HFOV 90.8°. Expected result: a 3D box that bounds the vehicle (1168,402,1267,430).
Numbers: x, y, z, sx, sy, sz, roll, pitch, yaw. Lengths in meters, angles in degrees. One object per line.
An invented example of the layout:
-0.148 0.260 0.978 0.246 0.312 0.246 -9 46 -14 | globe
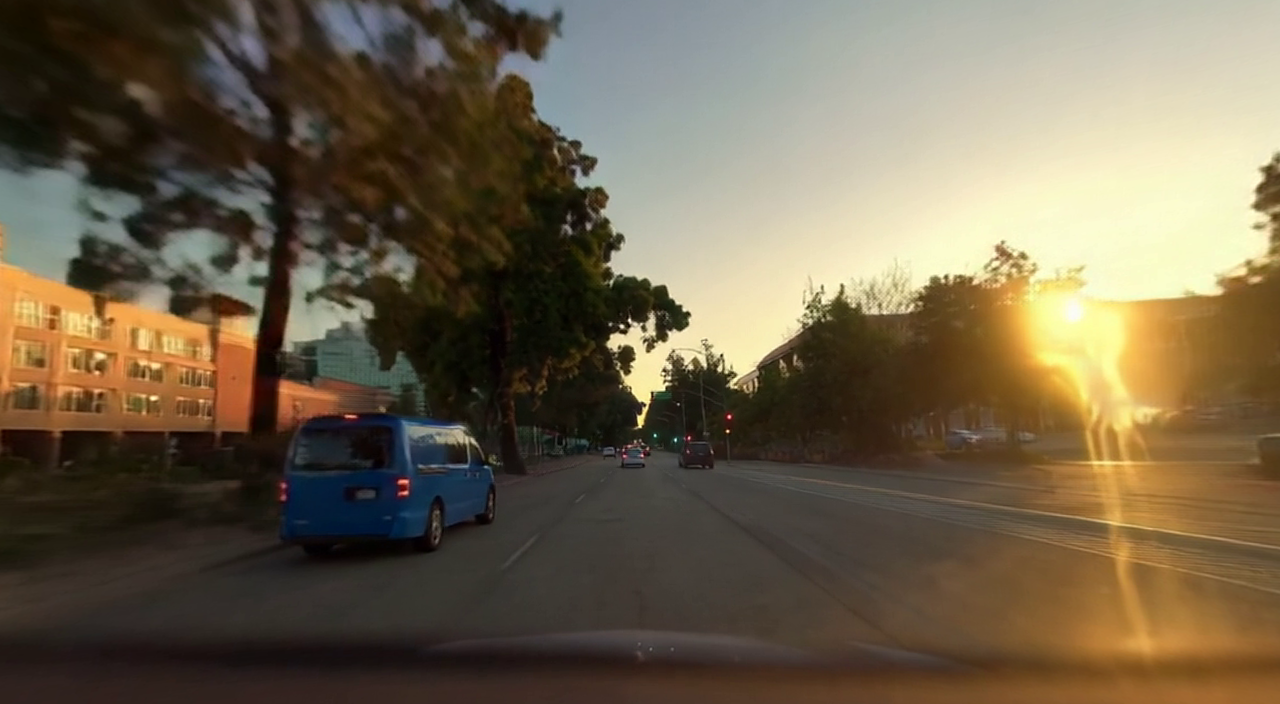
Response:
44.058 4.961 48.426 2.456 1.814 5.503 -1 -9 2 | vehicle

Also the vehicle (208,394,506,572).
-3.486 1.732 9.091 2.075 1.863 4.744 0 -9 0 | vehicle

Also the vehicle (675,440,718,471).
3.434 6.412 39.360 2.181 1.781 4.257 0 -9 -2 | vehicle

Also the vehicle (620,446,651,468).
-0.343 7.265 43.802 2.039 1.455 3.826 0 -9 -2 | vehicle
